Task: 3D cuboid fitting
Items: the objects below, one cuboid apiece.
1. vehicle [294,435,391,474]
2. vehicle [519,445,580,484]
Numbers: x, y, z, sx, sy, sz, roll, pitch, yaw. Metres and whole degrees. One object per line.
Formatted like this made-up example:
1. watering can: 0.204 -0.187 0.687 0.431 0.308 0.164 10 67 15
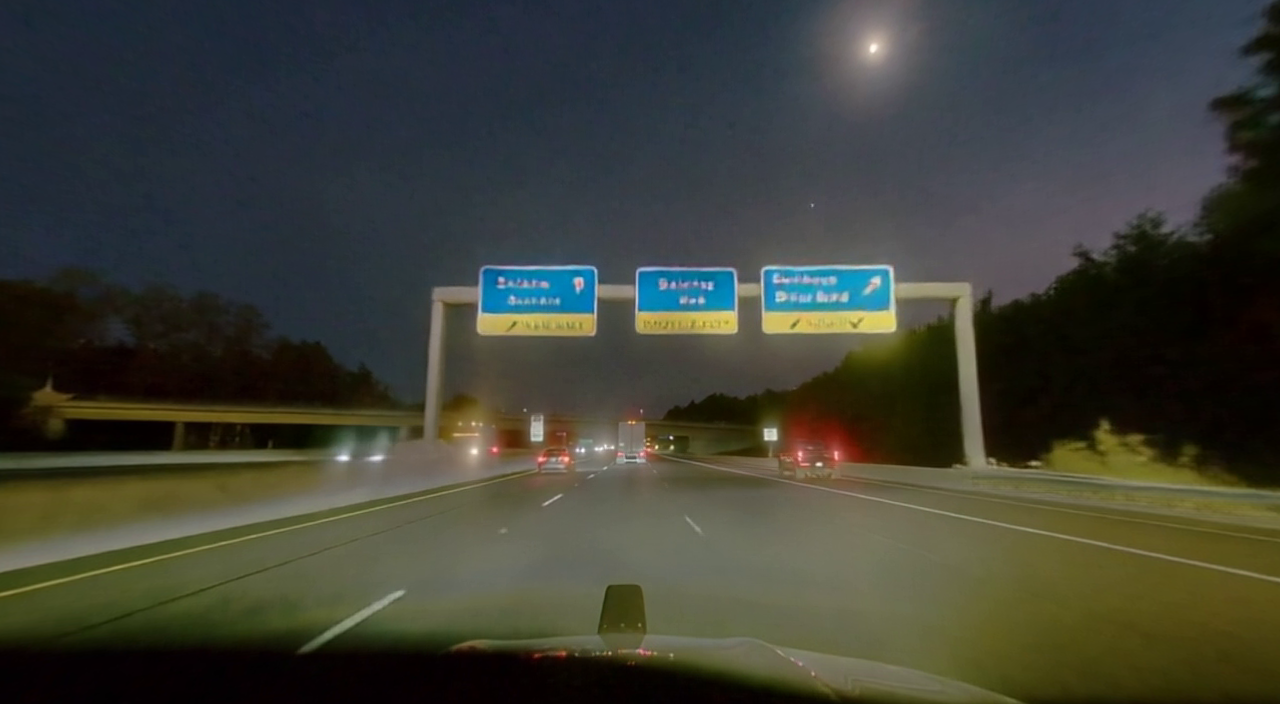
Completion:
1. vehicle: -12.585 4.381 27.050 1.939 1.504 4.721 0 -9 -1
2. vehicle: -3.900 4.913 27.823 2.042 1.526 4.516 0 -9 0
